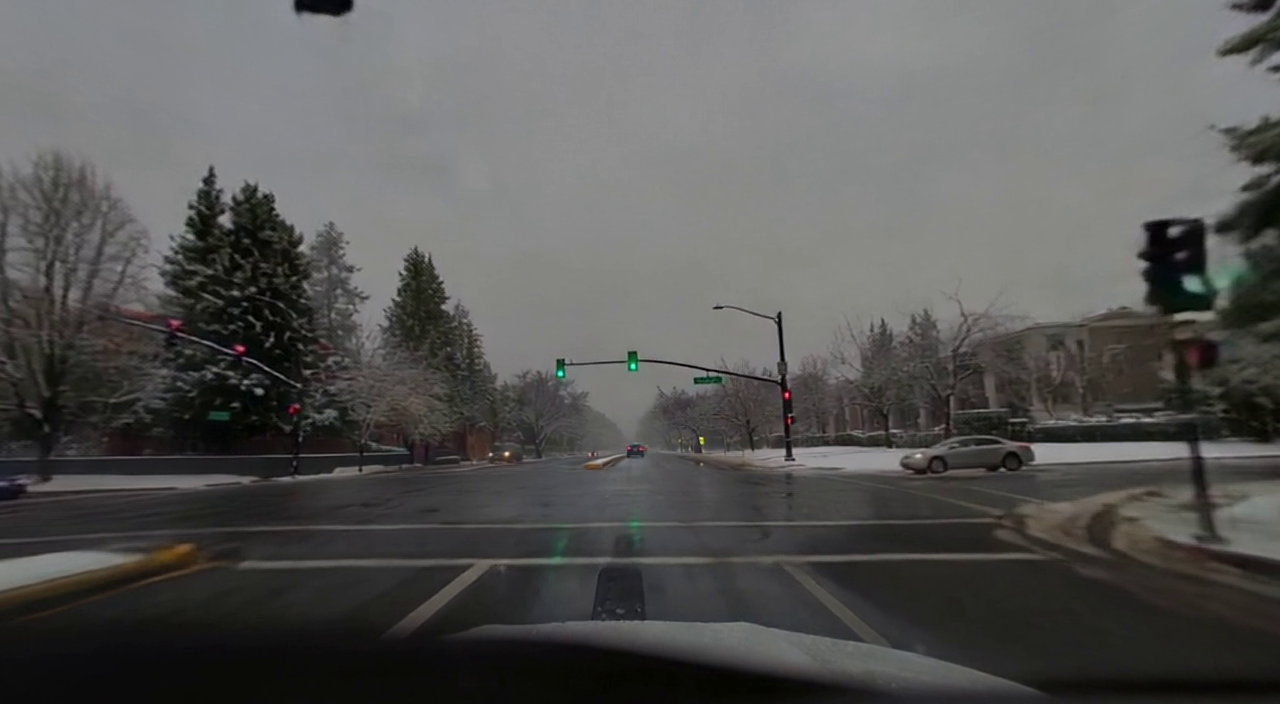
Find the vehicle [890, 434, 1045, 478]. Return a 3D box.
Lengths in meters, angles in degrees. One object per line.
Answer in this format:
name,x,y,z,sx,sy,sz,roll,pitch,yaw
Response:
vehicle,12.061,3.861,23.505,4.611,1.505,2.029,0,-9,-1
